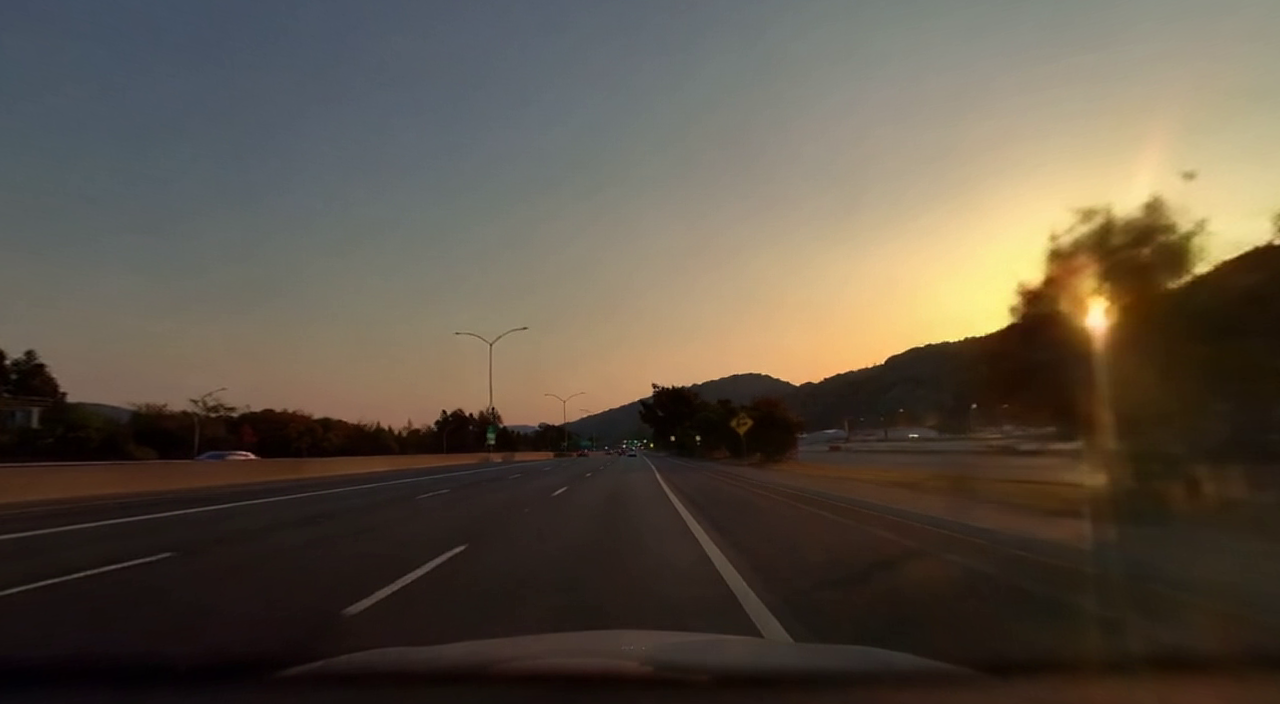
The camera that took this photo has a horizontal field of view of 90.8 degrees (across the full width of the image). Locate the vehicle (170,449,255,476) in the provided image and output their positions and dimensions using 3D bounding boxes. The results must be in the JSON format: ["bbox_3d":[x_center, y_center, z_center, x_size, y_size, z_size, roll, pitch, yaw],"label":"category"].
[{"bbox_3d":[-26.524,6.873,39.445,1.923,1.563,4.762,0,-9,1],"label":"vehicle"}]
